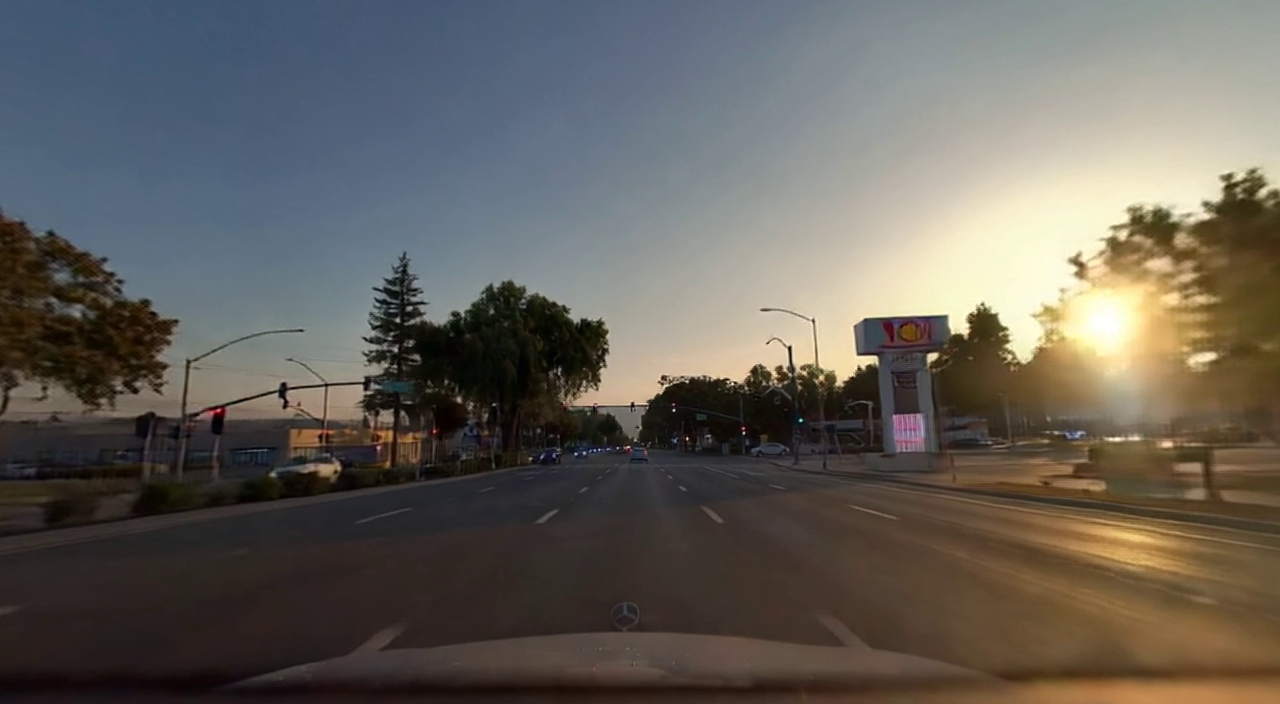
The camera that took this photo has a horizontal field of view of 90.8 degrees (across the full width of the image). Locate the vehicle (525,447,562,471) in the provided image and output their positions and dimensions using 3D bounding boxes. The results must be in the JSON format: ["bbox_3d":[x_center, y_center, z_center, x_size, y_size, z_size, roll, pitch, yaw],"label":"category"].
[{"bbox_3d":[-6.613,7.348,43.743,1.898,1.539,4.314,0,-8,0],"label":"vehicle"}]

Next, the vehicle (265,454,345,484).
[{"bbox_3d":[-18.830,6.547,35.767,1.948,1.507,4.742,0,-8,0],"label":"vehicle"}]
